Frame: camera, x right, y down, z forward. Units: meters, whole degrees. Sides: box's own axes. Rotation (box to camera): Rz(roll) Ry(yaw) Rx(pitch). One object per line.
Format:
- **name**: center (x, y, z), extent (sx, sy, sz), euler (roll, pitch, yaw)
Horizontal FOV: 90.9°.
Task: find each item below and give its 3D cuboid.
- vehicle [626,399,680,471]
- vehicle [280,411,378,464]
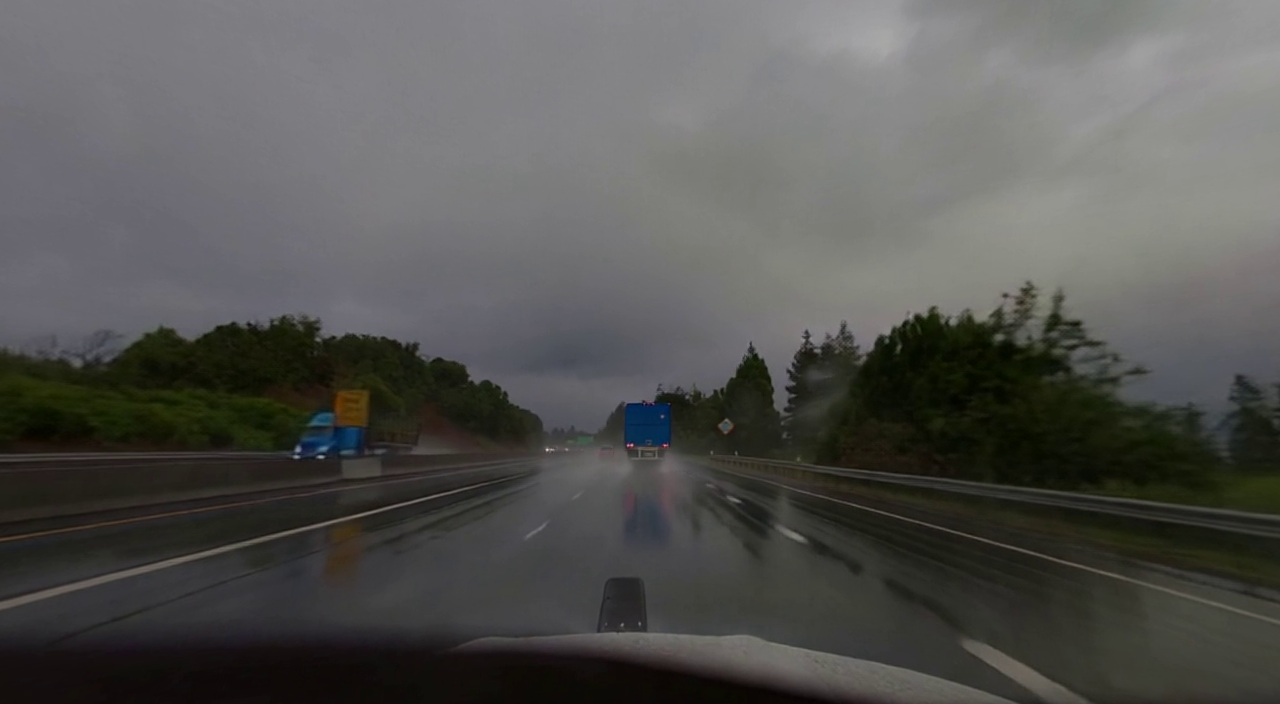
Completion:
- **vehicle**: center (0.601, 5.528, 40.843), extent (3.055, 4.009, 10.972), euler (0, -9, -1)
- **vehicle**: center (-22.832, 6.440, 46.958), extent (2.922, 3.559, 8.696), euler (0, -9, -1)
